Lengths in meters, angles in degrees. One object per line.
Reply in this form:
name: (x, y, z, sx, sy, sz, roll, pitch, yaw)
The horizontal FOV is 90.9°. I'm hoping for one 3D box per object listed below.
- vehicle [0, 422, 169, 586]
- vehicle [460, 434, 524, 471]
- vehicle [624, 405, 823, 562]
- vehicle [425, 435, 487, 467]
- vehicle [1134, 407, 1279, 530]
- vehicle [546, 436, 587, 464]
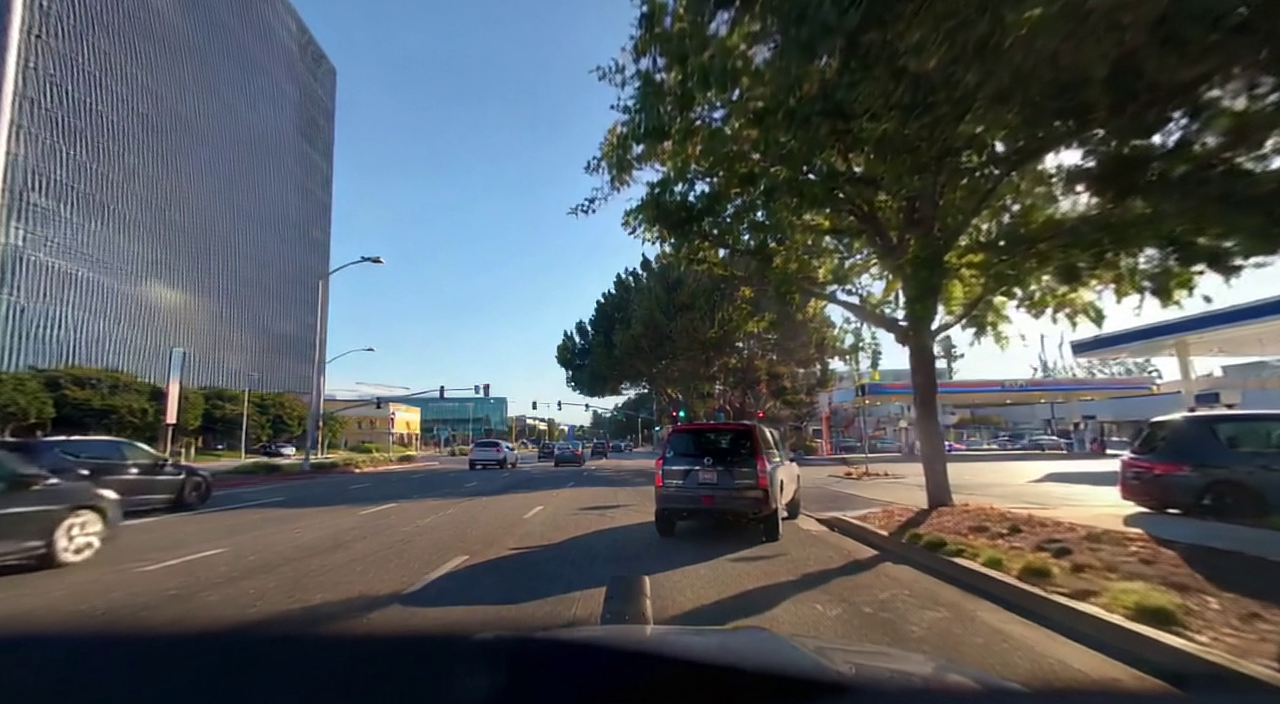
vehicle: (-6.764, 1.339, 5.431, 1.900, 1.473, 4.425, 0, -9, 2)
vehicle: (-6.977, 4.783, 30.122, 2.018, 1.658, 4.391, 0, -9, -1)
vehicle: (1.554, 1.857, 9.662, 2.169, 1.751, 4.613, -3, -9, 18)
vehicle: (-10.235, 5.554, 35.450, 2.068, 1.659, 4.509, 0, -9, 1)
vehicle: (10.324, 1.639, 8.668, 5.052, 1.482, 2.266, 1, -10, 3)
vehicle: (-4.552, 6.184, 39.840, 2.081, 1.698, 4.362, 0, -9, 0)
